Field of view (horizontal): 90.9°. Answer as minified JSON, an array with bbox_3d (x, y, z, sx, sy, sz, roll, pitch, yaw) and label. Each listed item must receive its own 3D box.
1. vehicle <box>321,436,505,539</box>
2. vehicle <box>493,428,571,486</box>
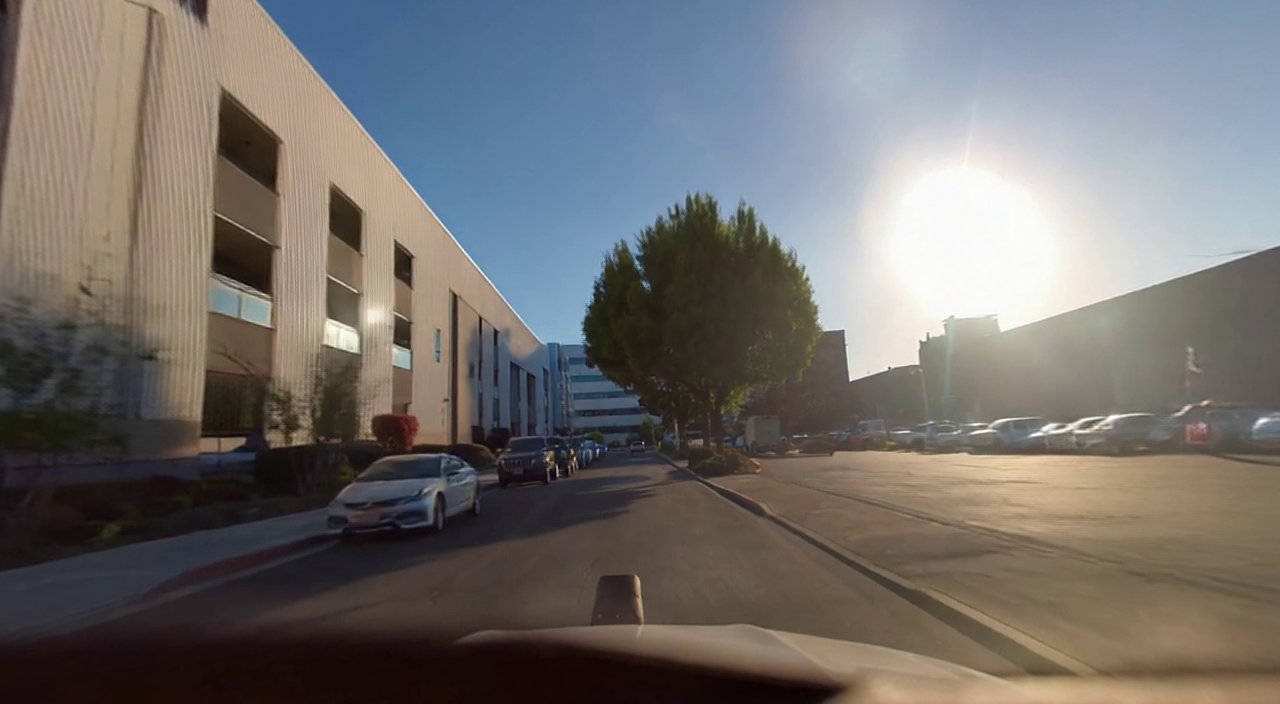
[{"bbox_3d":[-4.151,2.552,12.391,2.040,1.501,4.440,-4,-9,-1],"label":"vehicle"},{"bbox_3d":[-4.021,4.078,24.356,2.161,1.843,5.181,-4,-10,-2],"label":"vehicle"}]
